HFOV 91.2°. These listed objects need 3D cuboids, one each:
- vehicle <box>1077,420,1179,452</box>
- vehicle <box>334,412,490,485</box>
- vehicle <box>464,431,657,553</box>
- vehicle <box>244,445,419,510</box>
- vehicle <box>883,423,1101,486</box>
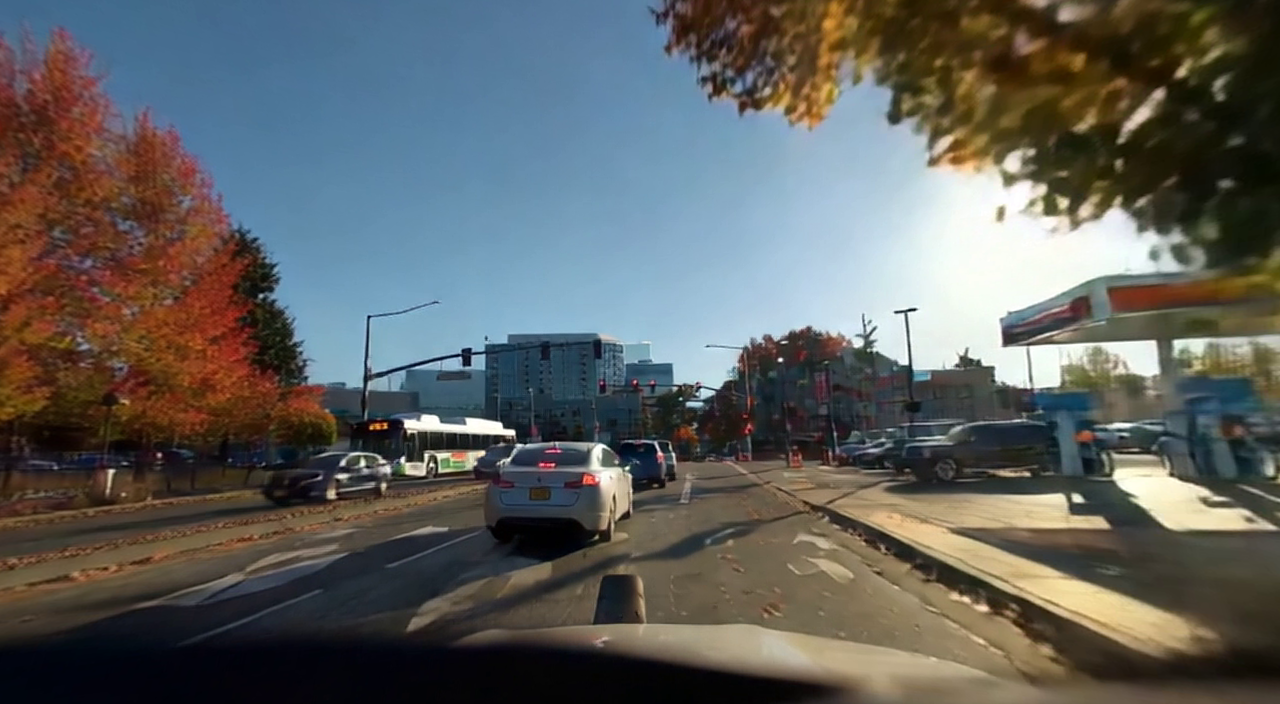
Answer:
[{"bbox_3d":[28.567,4.964,36.817,4.130,1.665,2.141,-2,-8,-1],"label":"vehicle"},{"bbox_3d":[-11.533,5.186,33.678,3.189,3.205,11.526,0,-9,5],"label":"vehicle"},{"bbox_3d":[-0.966,2.078,10.024,2.092,1.507,4.078,-1,-9,7],"label":"vehicle"},{"bbox_3d":[-8.640,3.526,18.250,2.054,1.599,5.178,-1,-9,6],"label":"vehicle"},{"bbox_3d":[9.836,2.926,17.935,4.894,1.451,2.089,-3,-9,6],"label":"vehicle"}]
